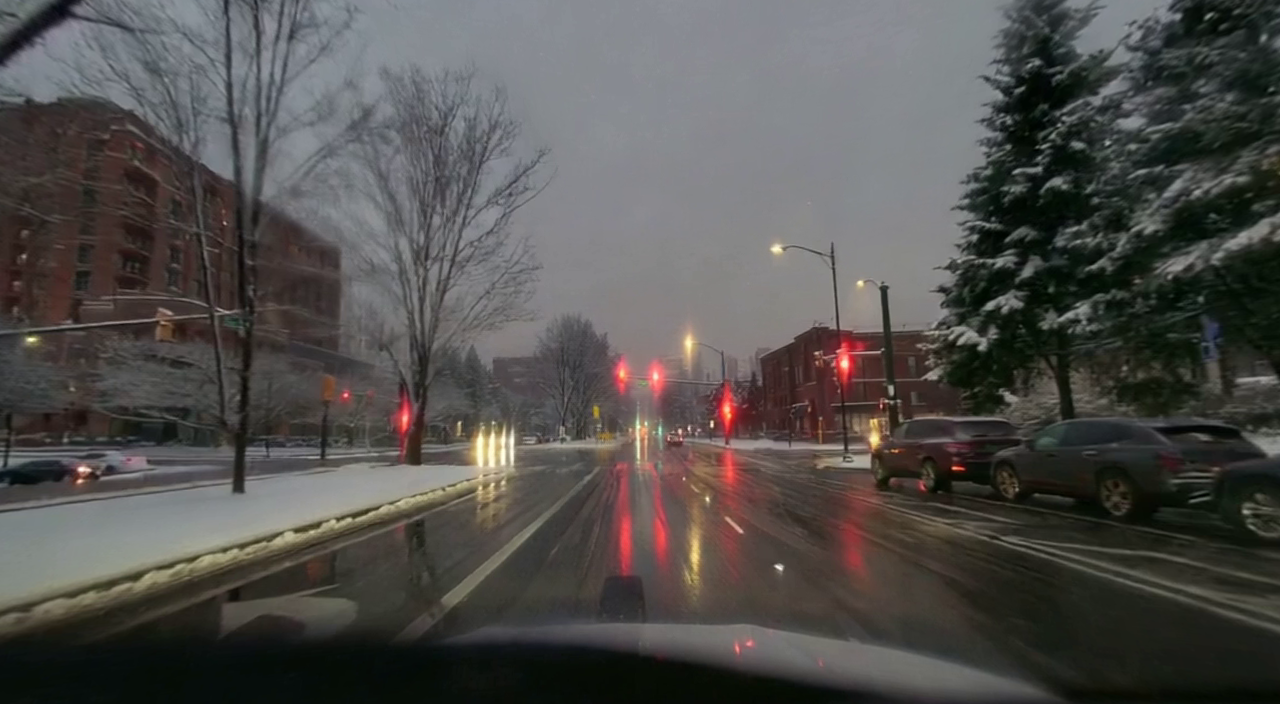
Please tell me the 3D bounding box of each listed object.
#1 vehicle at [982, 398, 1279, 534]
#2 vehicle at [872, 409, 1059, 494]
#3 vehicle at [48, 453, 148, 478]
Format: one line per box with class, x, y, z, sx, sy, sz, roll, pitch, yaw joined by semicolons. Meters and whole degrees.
vehicle;7.988;1.792;10.429;2.111;1.710;4.725;-1;-8;1
vehicle;8.059;2.546;16.367;2.100;1.828;4.879;0;-8;-2
vehicle;-35.399;7.410;41.321;4.721;1.464;1.868;0;-8;-1
